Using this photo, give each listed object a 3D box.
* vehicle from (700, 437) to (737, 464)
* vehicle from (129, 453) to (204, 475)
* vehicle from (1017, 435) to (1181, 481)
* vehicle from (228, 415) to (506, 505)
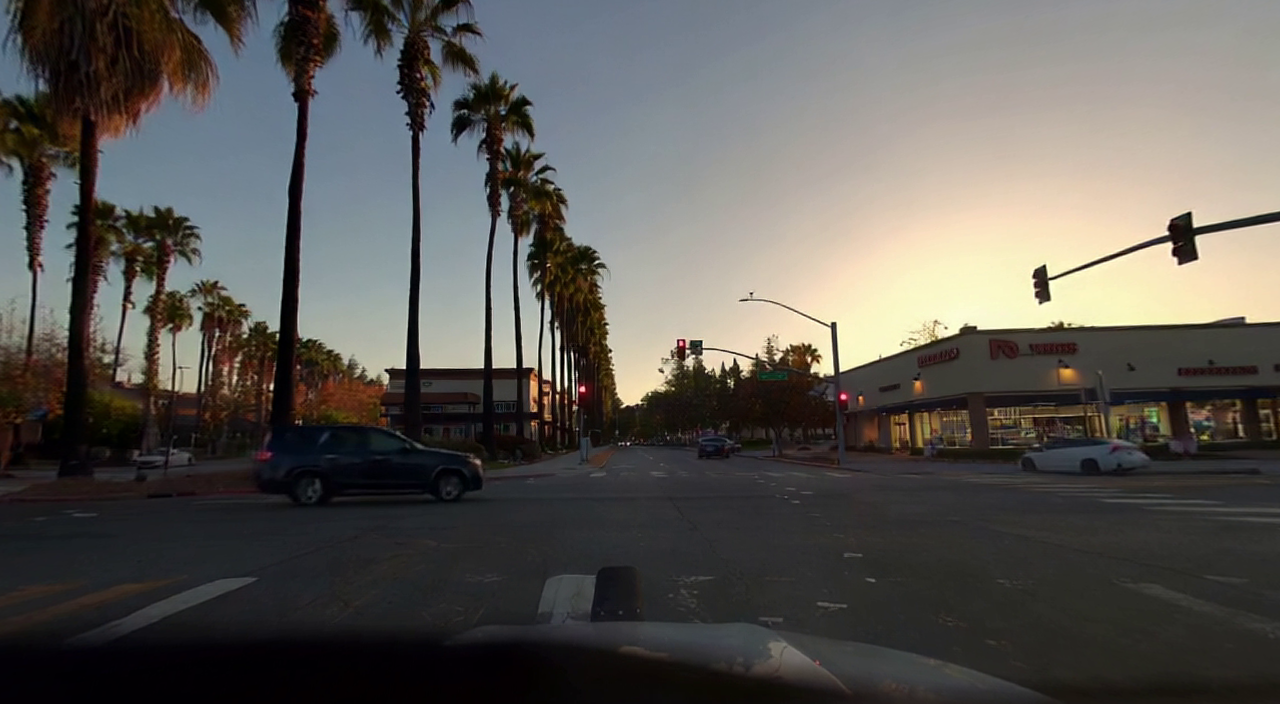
[{"bbox_3d":[5.166,6.404,41.161,1.999,1.653,4.603,-2,-9,11],"label":"vehicle"},{"bbox_3d":[-37.241,8.815,49.657,2.160,1.565,4.868,0,-8,-1],"label":"vehicle"},{"bbox_3d":[18.089,4.183,25.089,4.722,1.717,2.000,-2,-9,14],"label":"vehicle"},{"bbox_3d":[-6.307,2.578,15.251,5.619,1.951,2.321,1,-8,-3],"label":"vehicle"}]
